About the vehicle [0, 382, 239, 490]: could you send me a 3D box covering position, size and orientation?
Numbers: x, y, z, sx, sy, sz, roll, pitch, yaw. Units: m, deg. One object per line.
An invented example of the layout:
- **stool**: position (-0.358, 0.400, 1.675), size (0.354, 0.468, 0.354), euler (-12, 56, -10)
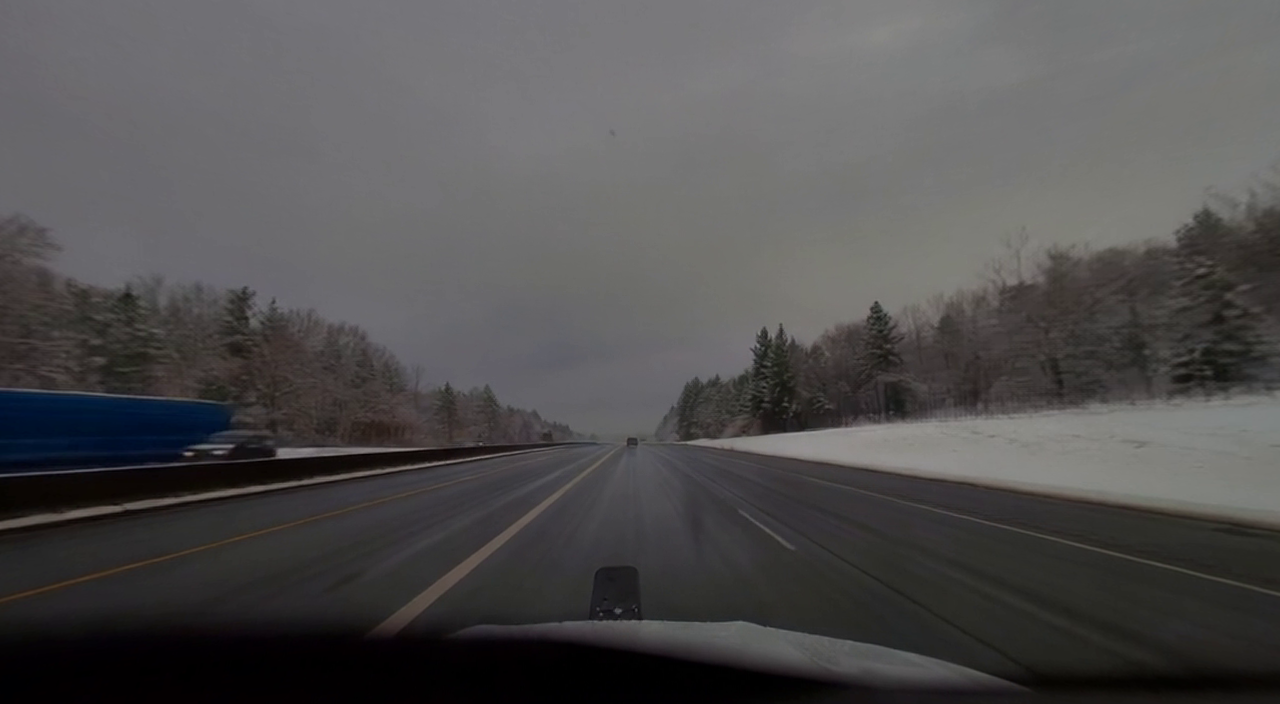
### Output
- **vehicle**: position (-27.364, 4.217, 31.326), size (3.108, 4.299, 18.135), euler (0, -8, -1)

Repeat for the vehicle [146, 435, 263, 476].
- **vehicle**: position (-19.816, 4.687, 28.923), size (2.060, 1.672, 4.700), euler (0, -8, 0)
